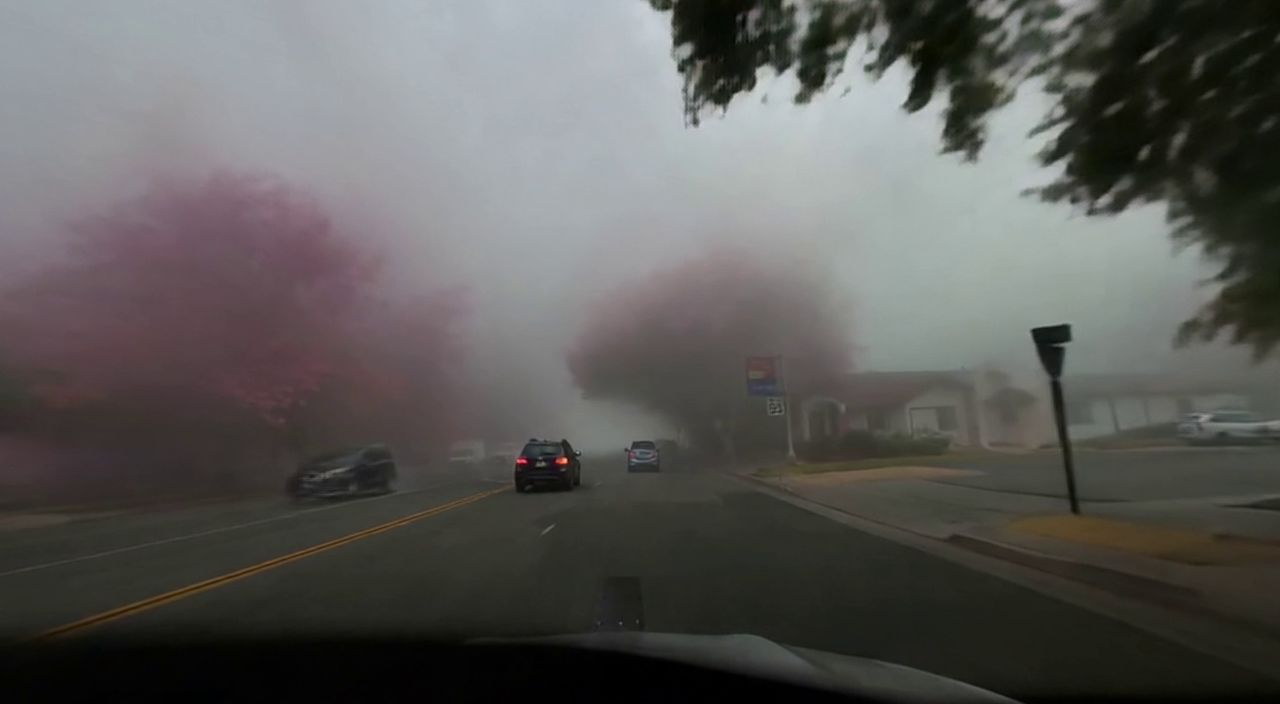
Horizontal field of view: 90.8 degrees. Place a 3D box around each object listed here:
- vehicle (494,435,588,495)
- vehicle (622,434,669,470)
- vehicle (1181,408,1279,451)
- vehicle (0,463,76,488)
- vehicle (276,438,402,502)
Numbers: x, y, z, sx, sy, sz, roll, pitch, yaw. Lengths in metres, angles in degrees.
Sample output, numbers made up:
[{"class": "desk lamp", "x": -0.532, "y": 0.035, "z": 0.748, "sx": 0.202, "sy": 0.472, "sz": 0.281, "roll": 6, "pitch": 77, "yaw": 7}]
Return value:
[{"class": "vehicle", "x": -2.914, "y": 3.439, "z": 19.562, "sx": 2.167, "sy": 1.634, "sz": 4.220, "roll": 0, "pitch": -8, "yaw": 1}, {"class": "vehicle", "x": 0.228, "y": 5.391, "z": 34.101, "sx": 2.376, "sy": 1.801, "sz": 4.317, "roll": 0, "pitch": -8, "yaw": -1}, {"class": "vehicle", "x": 23.088, "y": 2.886, "z": 23.218, "sx": 1.987, "sy": 1.465, "sz": 4.819, "roll": 0, "pitch": -8, "yaw": -2}, {"class": "vehicle", "x": -42.257, "y": 8.602, "z": 44.052, "sx": 4.089, "sy": 1.565, "sz": 1.759, "roll": 0, "pitch": -8, "yaw": 0}, {"class": "vehicle", "x": -9.533, "y": 3.737, "z": 20.452, "sx": 2.028, "sy": 1.825, "sz": 4.208, "roll": 0, "pitch": -8, "yaw": -1}]
